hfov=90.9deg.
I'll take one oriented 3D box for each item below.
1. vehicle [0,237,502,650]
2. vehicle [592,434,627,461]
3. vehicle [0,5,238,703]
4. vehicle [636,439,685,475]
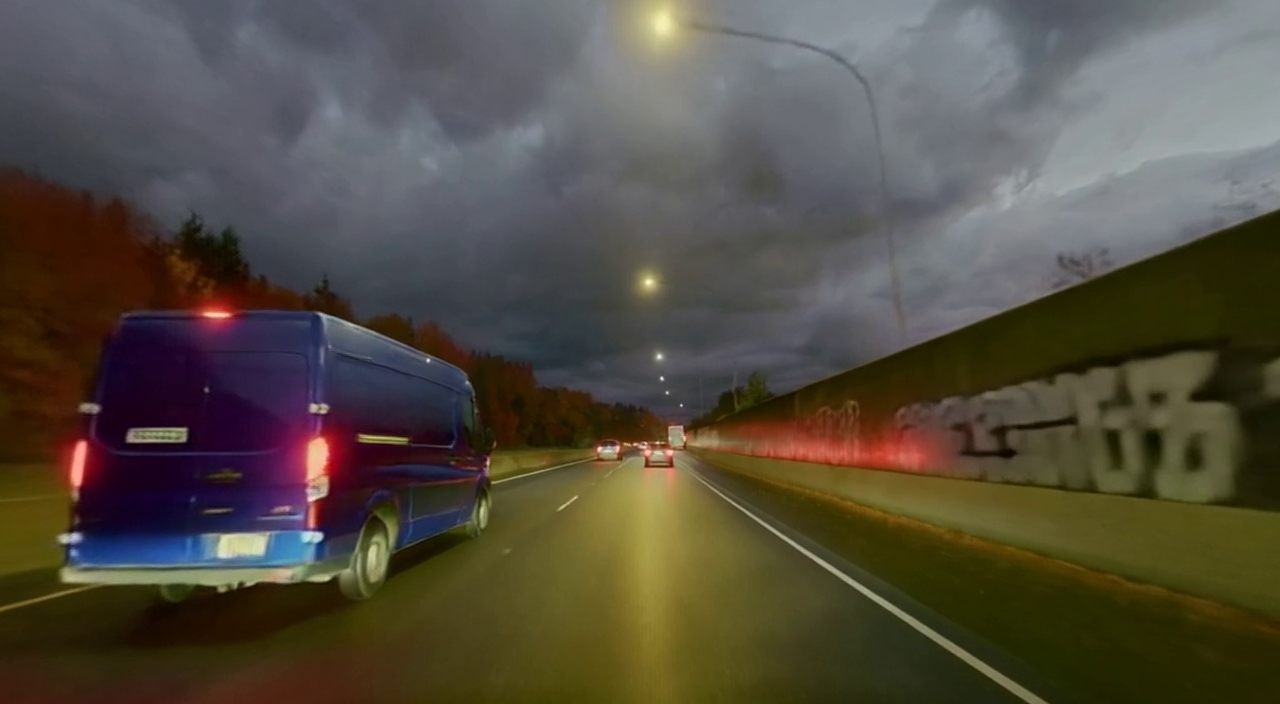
[{"bbox_3d":[-3.508,0.988,7.286,2.297,2.687,6.317,0,-8,0],"label":"vehicle"},{"bbox_3d":[-2.320,7.525,49.879,2.199,1.973,5.078,0,-8,3],"label":"vehicle"},{"bbox_3d":[-3.575,-0.100,1.072,2.334,2.769,5.087,0,-8,0],"label":"vehicle"},{"bbox_3d":[0.915,4.718,28.555,2.071,1.487,3.948,0,-8,1],"label":"vehicle"}]
